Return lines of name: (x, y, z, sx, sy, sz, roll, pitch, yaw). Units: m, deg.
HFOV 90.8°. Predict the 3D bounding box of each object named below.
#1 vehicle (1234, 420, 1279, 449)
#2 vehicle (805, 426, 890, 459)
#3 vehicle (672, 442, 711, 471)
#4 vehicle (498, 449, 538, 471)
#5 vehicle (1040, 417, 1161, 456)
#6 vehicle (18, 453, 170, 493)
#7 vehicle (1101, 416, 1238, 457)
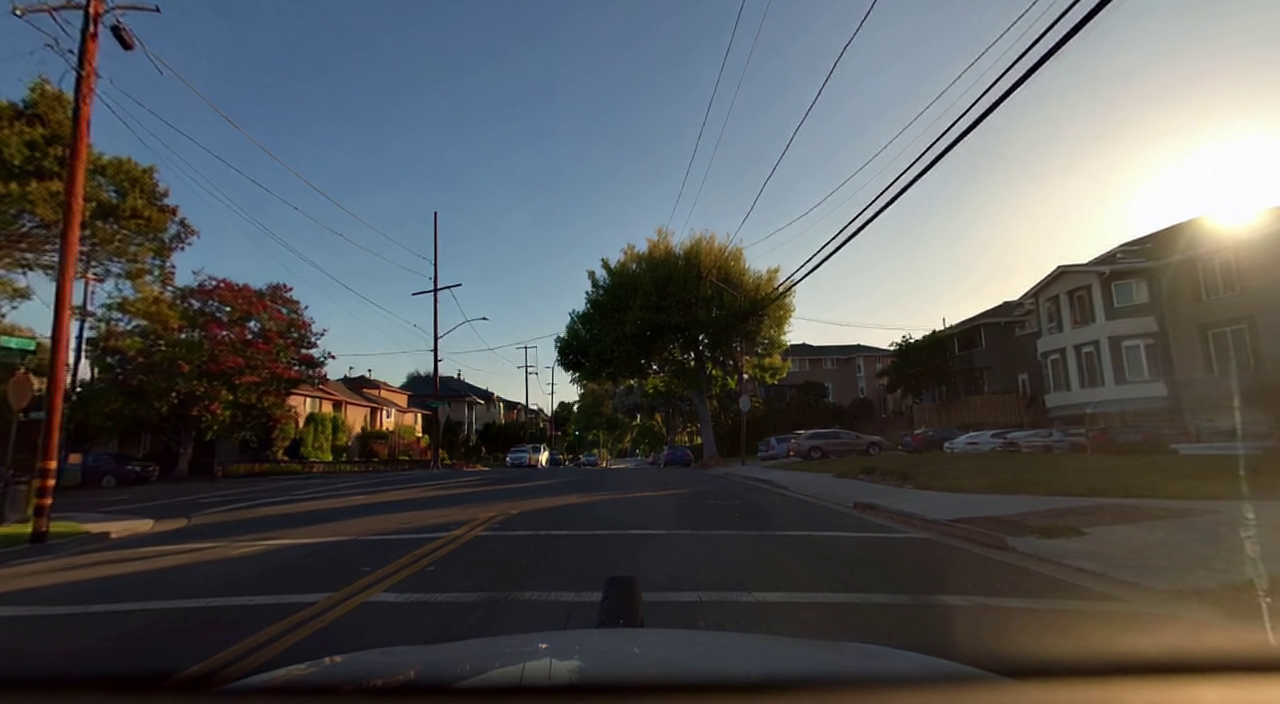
vehicle: (33.075, 4.300, 32.871, 3.433, 1.389, 1.683, 3, -9, -22)
vehicle: (11.227, 4.872, 34.109, 4.509, 1.664, 1.981, 6, -10, -35)
vehicle: (3.247, 6.711, 40.682, 1.993, 1.755, 4.256, 0, -8, -2)
vehicle: (-8.551, 7.598, 44.727, 2.066, 1.472, 4.353, 0, -8, -1)
vehicle: (22.112, 4.034, 30.556, 4.320, 1.673, 1.957, -2, -5, 23)
vehicle: (-22.311, 4.944, 25.965, 4.424, 1.486, 1.814, 0, -8, -2)
vehicle: (22.391, 3.620, 26.816, 4.002, 1.505, 2.061, -1, -10, -5)
